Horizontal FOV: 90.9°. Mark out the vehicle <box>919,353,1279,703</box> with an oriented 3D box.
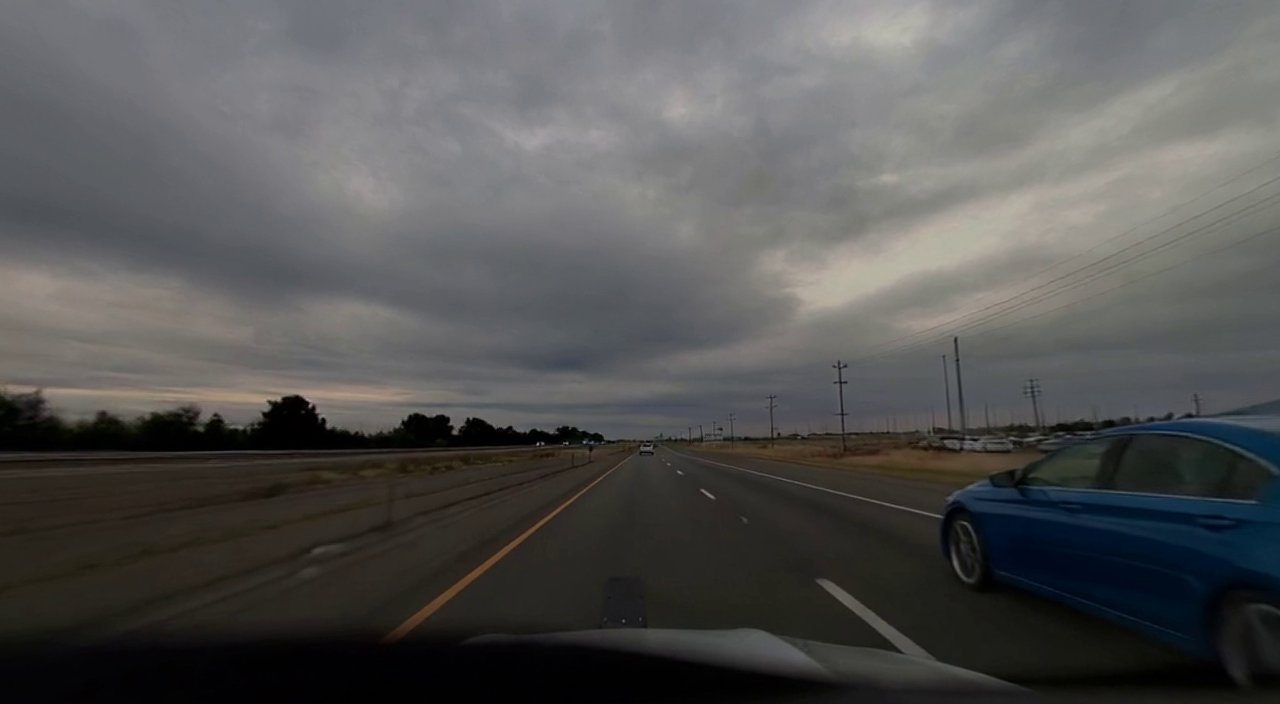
[{"bbox_3d":[3.552,0.959,3.302,2.044,1.658,4.640,0,-8,0],"label":"vehicle"}]
